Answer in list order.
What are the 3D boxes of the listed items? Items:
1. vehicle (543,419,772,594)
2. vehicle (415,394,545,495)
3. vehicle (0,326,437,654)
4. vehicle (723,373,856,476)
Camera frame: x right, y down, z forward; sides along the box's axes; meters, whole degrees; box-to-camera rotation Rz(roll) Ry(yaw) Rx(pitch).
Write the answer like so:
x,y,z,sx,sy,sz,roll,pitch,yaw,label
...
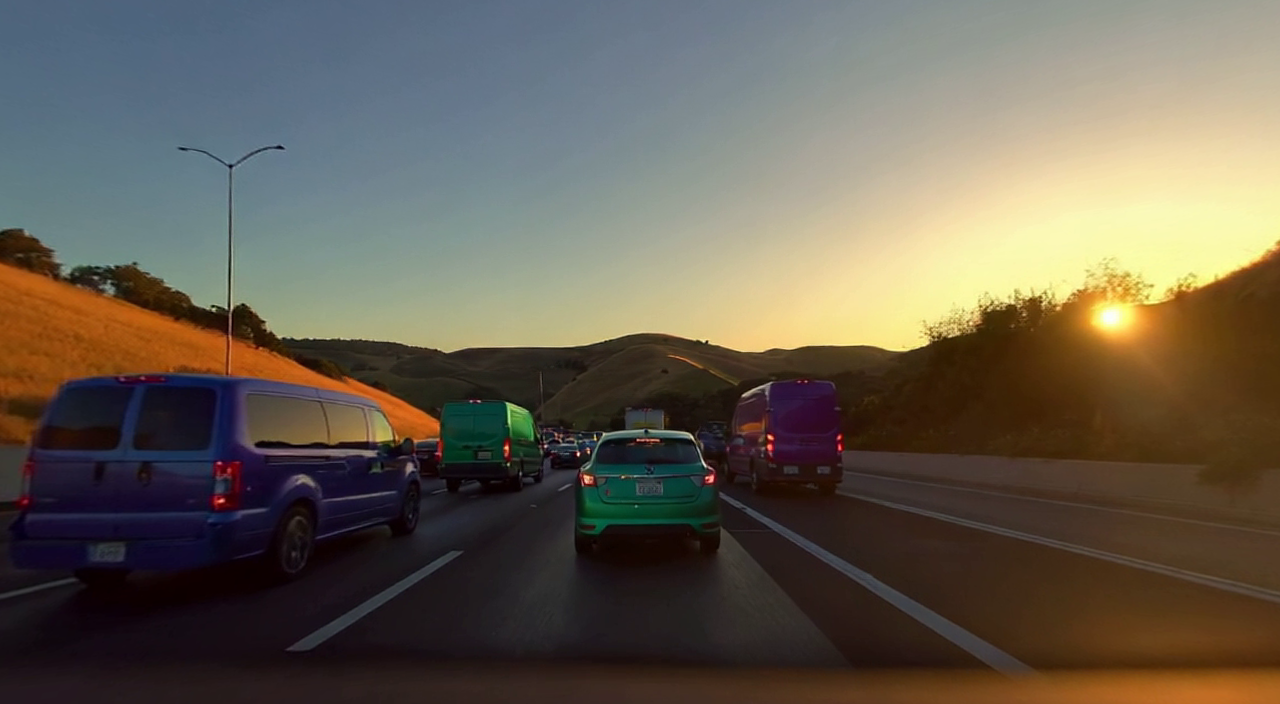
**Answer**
x,y,z,sx,sy,sz,roll,pitch,yaw,label
0.104,1.645,7.552,2.003,1.499,3.930,0,-8,-1,vehicle
-4.482,2.763,18.876,2.300,2.522,5.701,0,-8,1,vehicle
-4.219,1.259,6.798,2.195,2.086,5.445,0,-8,0,vehicle
6.361,3.532,29.427,2.977,3.878,11.111,0,-8,-3,vehicle
